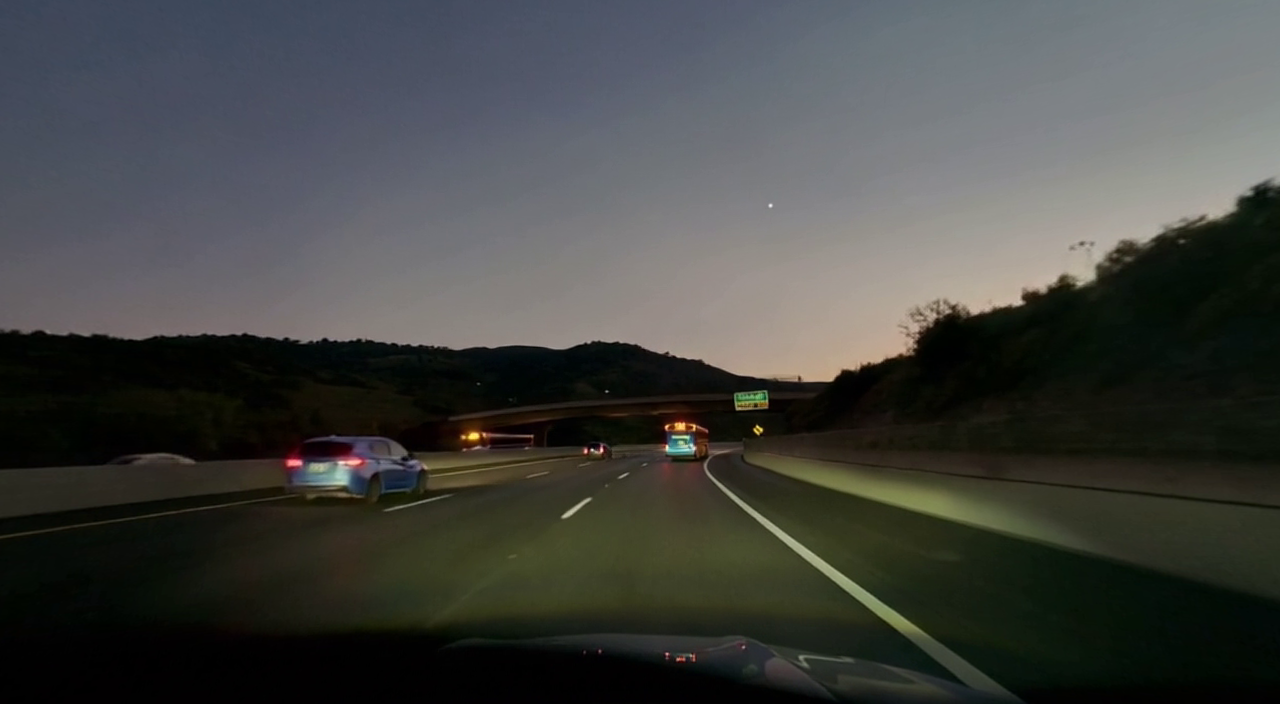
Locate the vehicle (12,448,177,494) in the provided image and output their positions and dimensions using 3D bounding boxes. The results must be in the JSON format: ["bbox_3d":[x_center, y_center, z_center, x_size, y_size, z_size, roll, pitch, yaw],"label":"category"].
[{"bbox_3d":[-19.809,4.294,23.237,1.885,1.458,4.506,0,-8,3],"label":"vehicle"}]

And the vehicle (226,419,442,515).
[{"bbox_3d":[-6.206,2.382,13.603,2.172,1.689,4.625,0,-8,2],"label":"vehicle"}]
